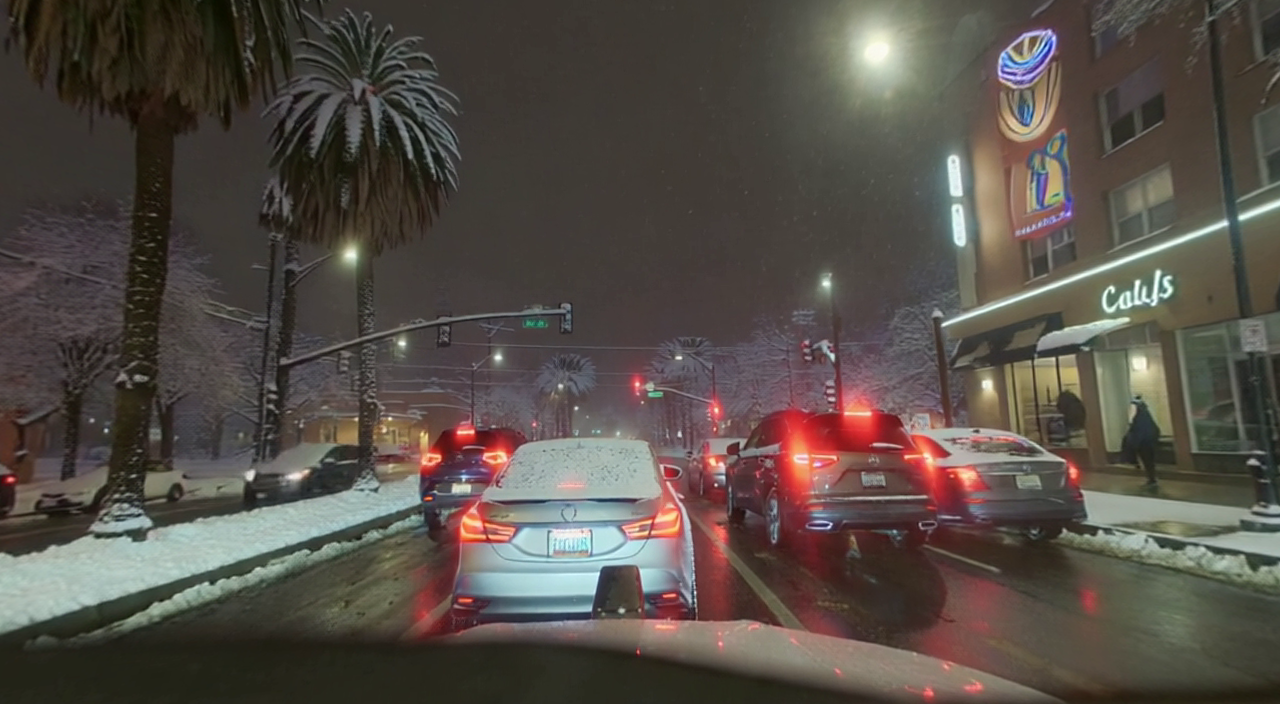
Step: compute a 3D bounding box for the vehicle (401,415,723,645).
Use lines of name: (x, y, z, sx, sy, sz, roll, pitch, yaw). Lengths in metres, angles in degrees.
vehicle: (-0.512, 1.473, 6.236, 2.096, 1.492, 4.071, 0, -9, 0)

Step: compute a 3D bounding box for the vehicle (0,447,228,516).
vehicle: (-12.856, 3.138, 15.936, 1.870, 1.475, 4.531, 0, -9, 0)

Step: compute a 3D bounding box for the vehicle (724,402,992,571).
vehicle: (2.617, 1.761, 8.993, 2.096, 1.775, 4.440, 0, -9, -2)

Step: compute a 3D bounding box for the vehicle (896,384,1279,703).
vehicle: (2.606, 0.813, 1.499, 2.085, 1.469, 4.458, 0, -9, -1)

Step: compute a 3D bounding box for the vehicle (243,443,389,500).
vehicle: (-9.191, 3.406, 18.445, 1.949, 1.442, 4.502, 0, -9, -2)
